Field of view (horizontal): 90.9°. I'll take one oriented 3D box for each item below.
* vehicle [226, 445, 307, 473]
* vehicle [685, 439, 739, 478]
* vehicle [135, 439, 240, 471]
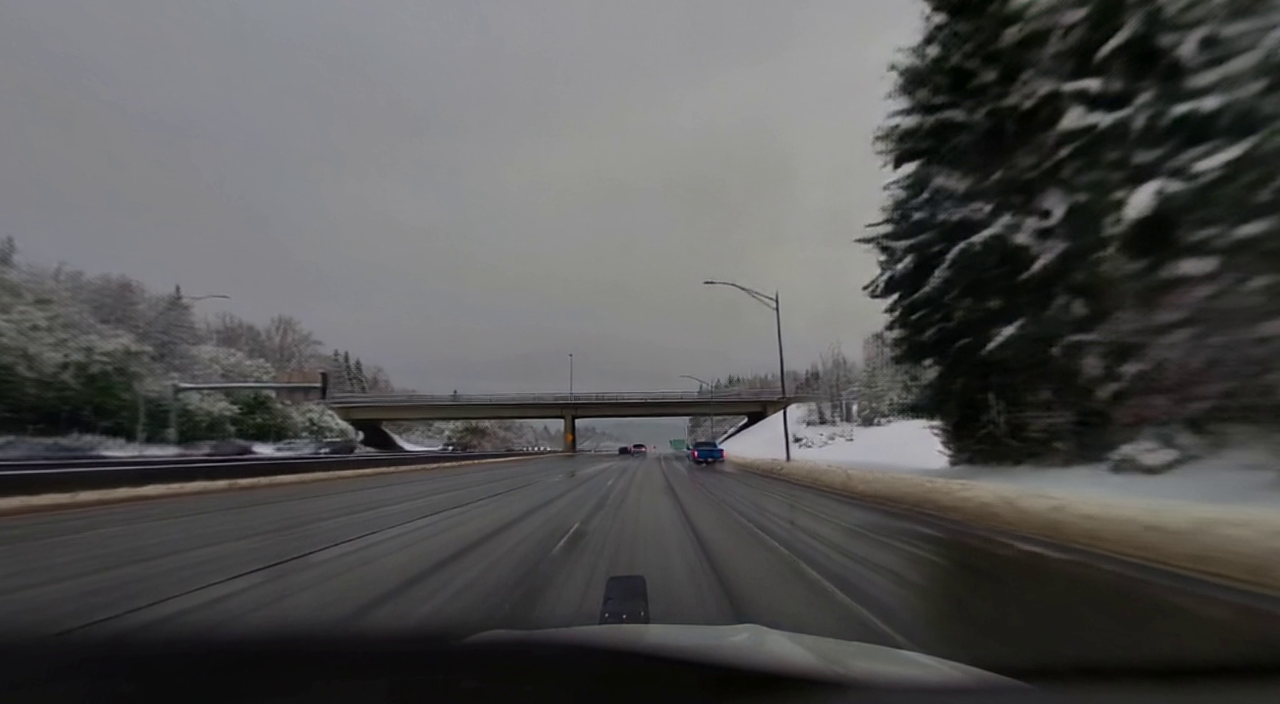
[{"bbox_3d":[-20.704,5.945,35.207,1.943,1.428,4.122,0,-8,1],"label":"vehicle"},{"bbox_3d":[3.251,4.920,29.434,2.010,1.637,4.940,0,-8,1],"label":"vehicle"},{"bbox_3d":[-24.047,5.468,33.798,2.051,1.570,4.705,0,-8,1],"label":"vehicle"}]
